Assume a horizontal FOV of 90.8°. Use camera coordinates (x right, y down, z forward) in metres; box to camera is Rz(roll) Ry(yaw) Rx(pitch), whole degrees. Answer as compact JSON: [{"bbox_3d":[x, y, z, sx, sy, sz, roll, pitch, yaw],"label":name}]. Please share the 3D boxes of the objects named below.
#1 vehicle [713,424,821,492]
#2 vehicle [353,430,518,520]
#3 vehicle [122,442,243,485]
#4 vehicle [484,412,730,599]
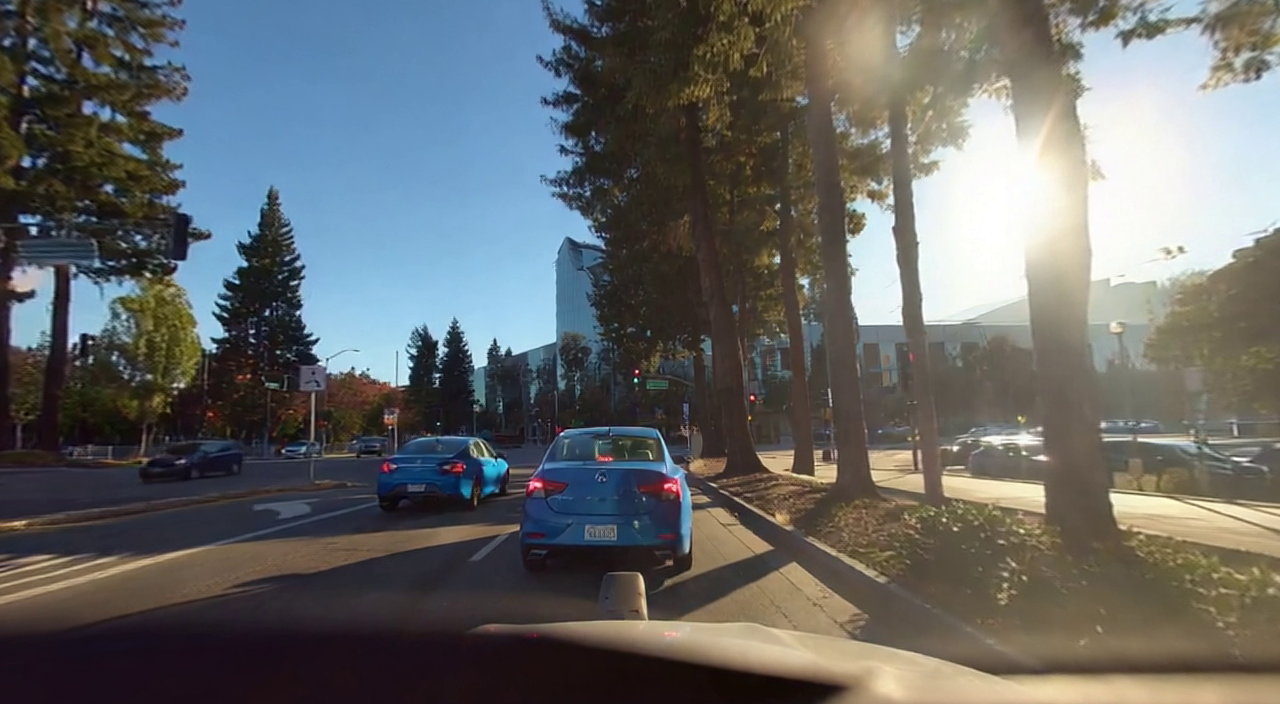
[{"bbox_3d":[3.429,2.974,17.993,2.028,1.678,4.220,0,-8,-2],"label":"vehicle"},{"bbox_3d":[-3.720,2.300,12.300,1.998,1.452,3.773,0,-8,-1],"label":"vehicle"},{"bbox_3d":[-20.180,4.896,28.169,1.982,1.712,4.511,0,-8,0],"label":"vehicle"},{"bbox_3d":[-0.366,1.583,7.430,2.045,1.533,4.183,0,-8,-3],"label":"vehicle"}]
